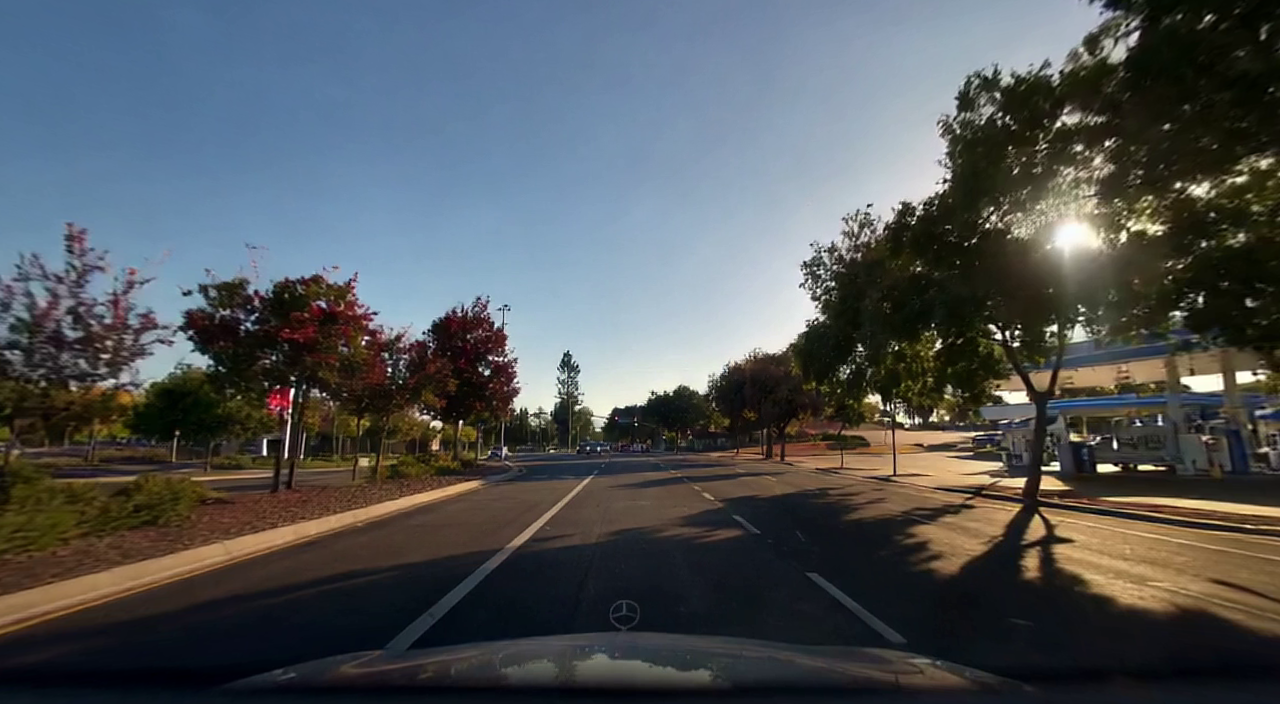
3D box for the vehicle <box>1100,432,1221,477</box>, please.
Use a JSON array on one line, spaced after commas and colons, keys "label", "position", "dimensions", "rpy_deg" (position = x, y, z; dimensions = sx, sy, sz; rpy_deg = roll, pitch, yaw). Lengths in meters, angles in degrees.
[{"label": "vehicle", "position": [21.460, 4.230, 26.130], "dimensions": [3.442, 1.599, 1.613], "rpy_deg": [-3, -10, -2]}]
